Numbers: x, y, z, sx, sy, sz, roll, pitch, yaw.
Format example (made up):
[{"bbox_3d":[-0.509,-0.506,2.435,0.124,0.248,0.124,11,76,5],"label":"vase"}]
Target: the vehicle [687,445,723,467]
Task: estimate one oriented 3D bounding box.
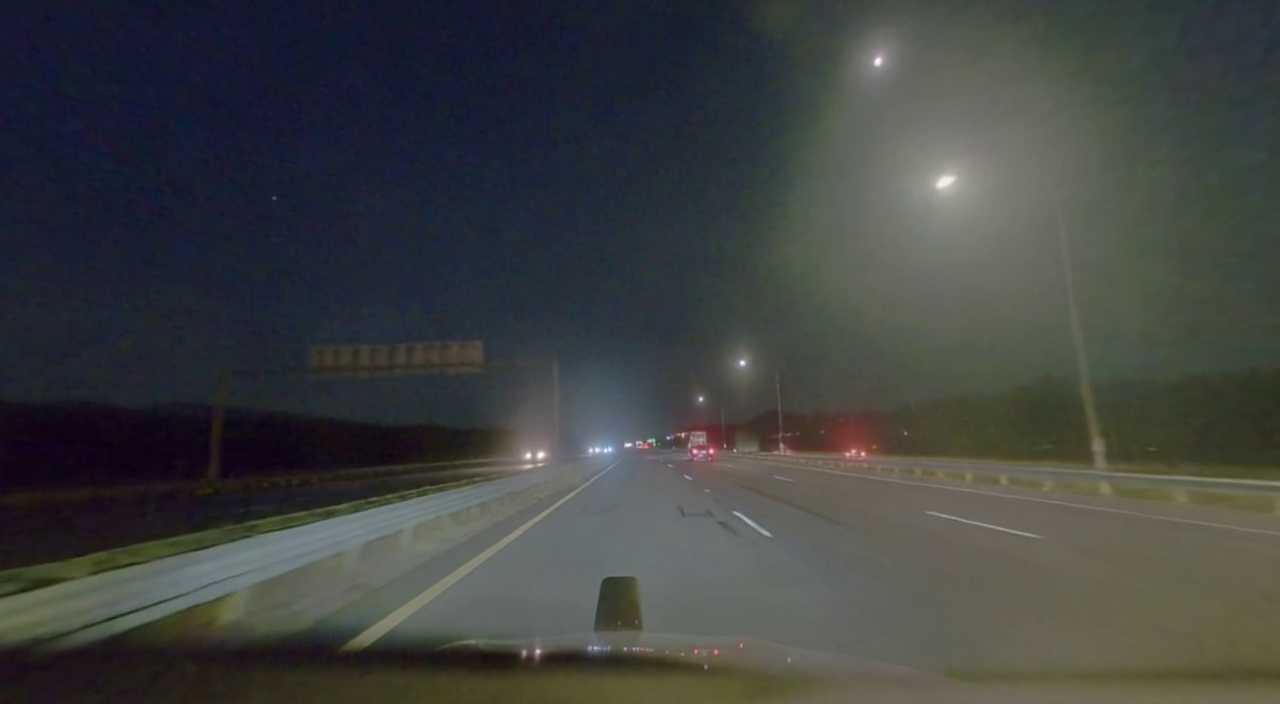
[{"bbox_3d":[4.287,6.890,41.787,1.923,1.408,3.835,0,-9,-1],"label":"vehicle"}]
